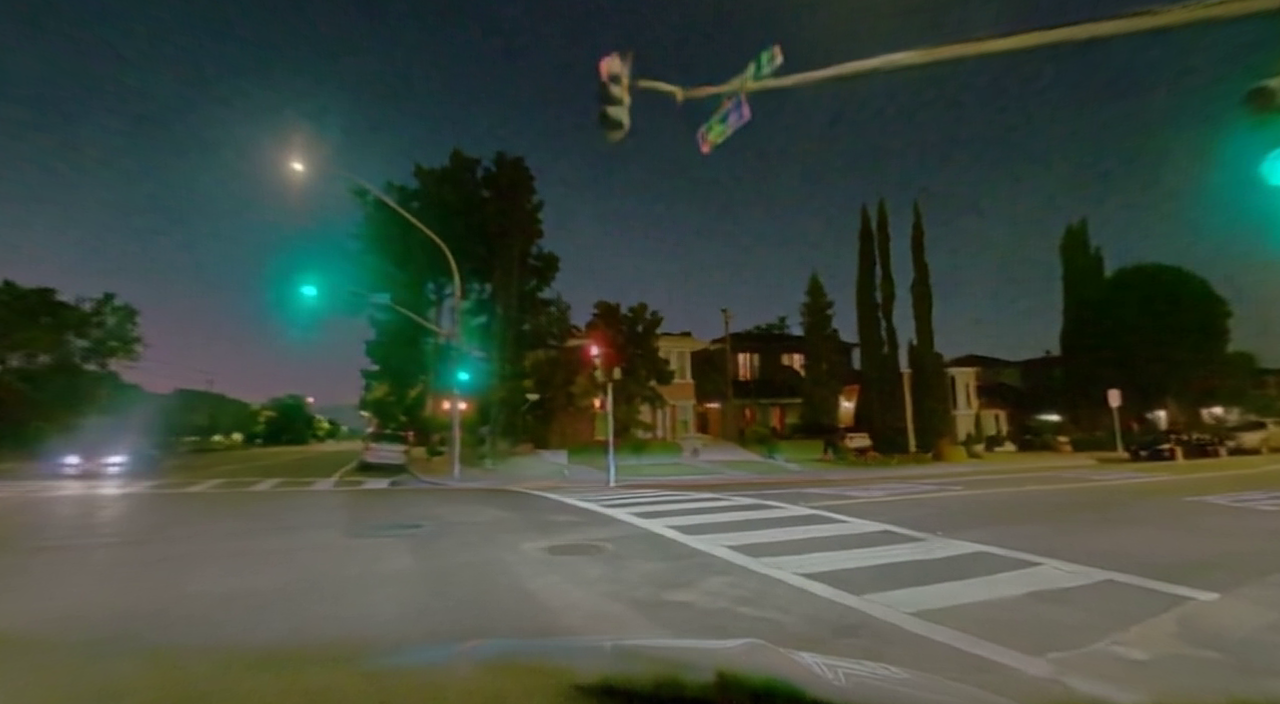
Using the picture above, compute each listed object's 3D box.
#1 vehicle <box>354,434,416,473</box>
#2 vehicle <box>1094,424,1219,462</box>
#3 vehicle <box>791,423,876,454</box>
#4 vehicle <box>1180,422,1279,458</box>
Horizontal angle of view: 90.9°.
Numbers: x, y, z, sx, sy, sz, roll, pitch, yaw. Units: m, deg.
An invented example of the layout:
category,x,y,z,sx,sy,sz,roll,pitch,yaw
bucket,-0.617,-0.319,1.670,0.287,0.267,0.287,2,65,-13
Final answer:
category,x,y,z,sx,sy,sz,roll,pitch,yaw
vehicle,-10.779,4.239,26.519,2.149,1.507,4.160,4,-9,-24
vehicle,21.323,3.790,26.004,4.671,1.470,1.963,4,-11,-24
vehicle,10.809,4.886,35.505,2.028,1.595,4.554,4,-9,-24
vehicle,26.993,4.024,28.498,4.518,1.477,1.948,4,-10,-23
